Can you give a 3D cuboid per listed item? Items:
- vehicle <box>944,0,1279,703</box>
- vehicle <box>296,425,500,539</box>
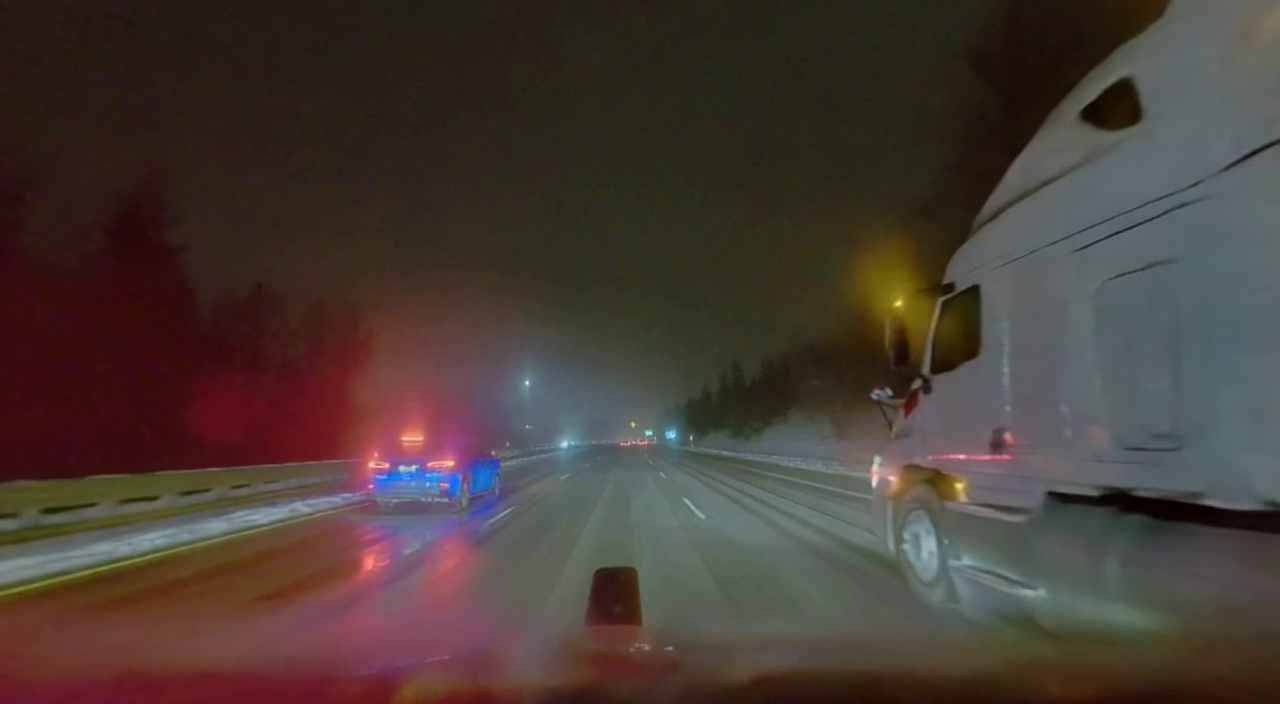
[{"bbox_3d":[3.862,-0.714,1.408,2.945,3.778,6.405,0,-8,-1],"label":"vehicle"},{"bbox_3d":[-4.059,2.231,11.513,2.063,1.661,4.439,1,-8,-2],"label":"vehicle"}]
